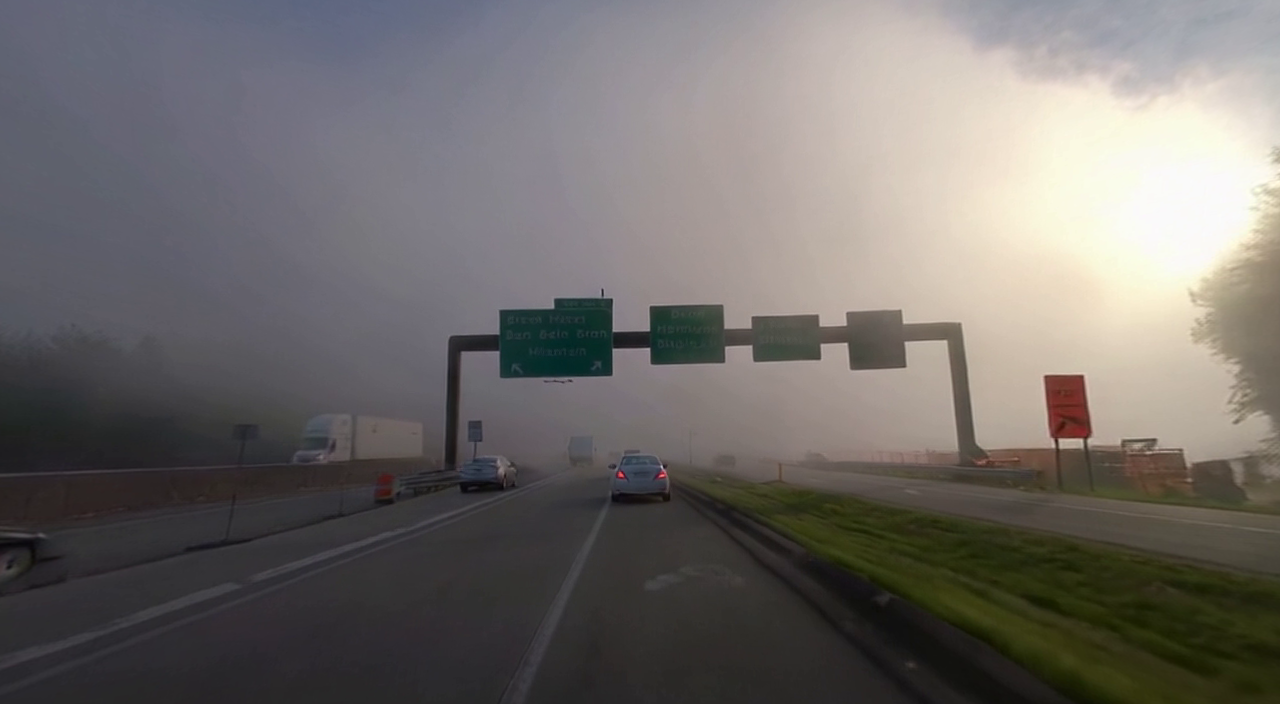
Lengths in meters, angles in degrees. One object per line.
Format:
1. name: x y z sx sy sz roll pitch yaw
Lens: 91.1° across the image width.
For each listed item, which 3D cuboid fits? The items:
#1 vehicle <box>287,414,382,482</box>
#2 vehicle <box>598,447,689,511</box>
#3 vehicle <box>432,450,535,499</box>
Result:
1. vehicle: -19.355 6.148 40.273 2.979 3.948 5.862 0 -9 0
2. vehicle: 0.064 3.201 16.237 2.080 1.451 3.512 0 -9 0
3. vehicle: -4.941 3.943 20.541 2.063 1.417 4.000 -1 -9 4
